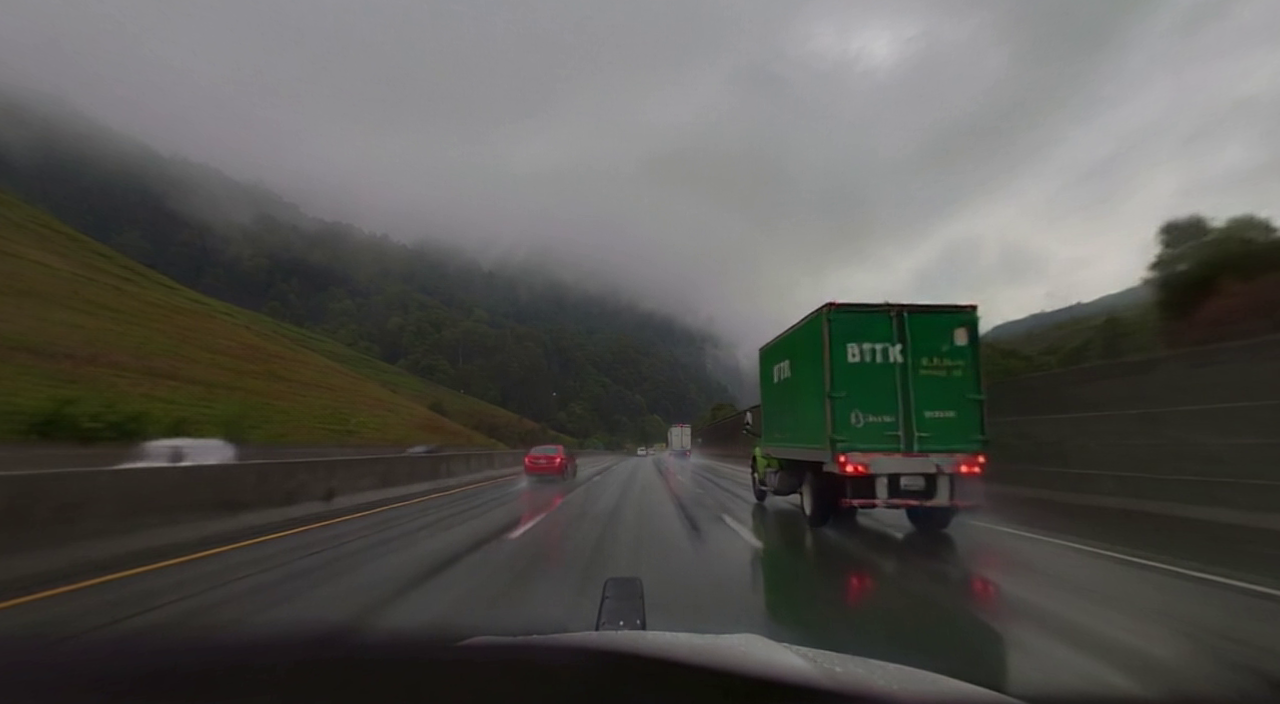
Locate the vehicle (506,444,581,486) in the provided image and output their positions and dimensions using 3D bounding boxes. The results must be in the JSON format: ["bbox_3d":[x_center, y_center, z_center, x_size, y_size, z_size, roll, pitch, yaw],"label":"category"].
[{"bbox_3d":[-3.663,4.428,25.047,2.060,1.475,5.314,0,-9,1],"label":"vehicle"}]

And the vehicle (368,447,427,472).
[{"bbox_3d":[-15.395,6.838,40.299,1.971,1.497,4.426,0,-9,0],"label":"vehicle"}]

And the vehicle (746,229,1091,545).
[{"bbox_3d":[3.978,0.855,11.134,2.999,4.023,6.337,0,-9,-1],"label":"vehicle"}]
